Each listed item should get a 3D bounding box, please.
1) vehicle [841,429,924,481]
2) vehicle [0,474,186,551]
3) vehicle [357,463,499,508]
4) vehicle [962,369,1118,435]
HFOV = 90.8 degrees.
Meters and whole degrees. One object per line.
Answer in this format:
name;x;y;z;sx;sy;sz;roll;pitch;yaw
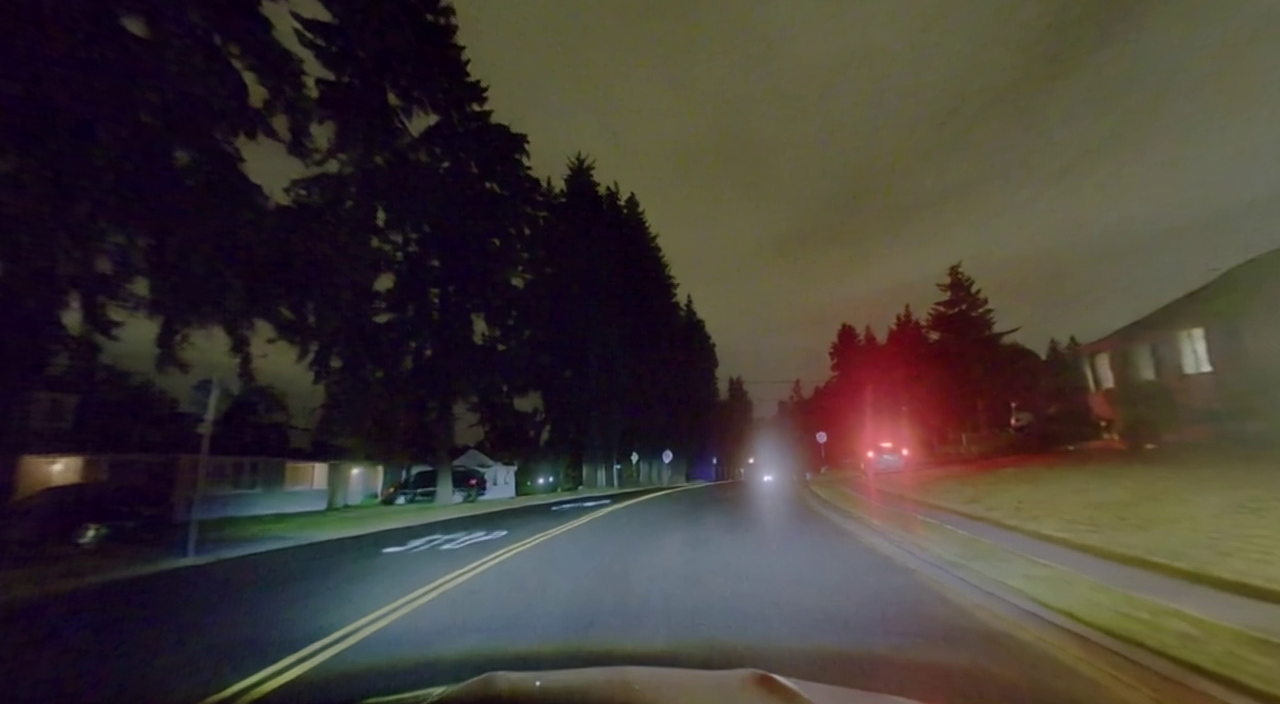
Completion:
vehicle;9.749;4.165;25.813;2.163;1.885;4.804;-2;-9;10
vehicle;-13.144;3.591;14.301;4.175;1.492;1.845;0;-9;-4
vehicle;-9.610;6.159;29.018;5.643;1.759;2.110;-1;-19;3
vehicle;15.507;1.919;24.691;4.539;2.010;2.163;-6;-1;3
